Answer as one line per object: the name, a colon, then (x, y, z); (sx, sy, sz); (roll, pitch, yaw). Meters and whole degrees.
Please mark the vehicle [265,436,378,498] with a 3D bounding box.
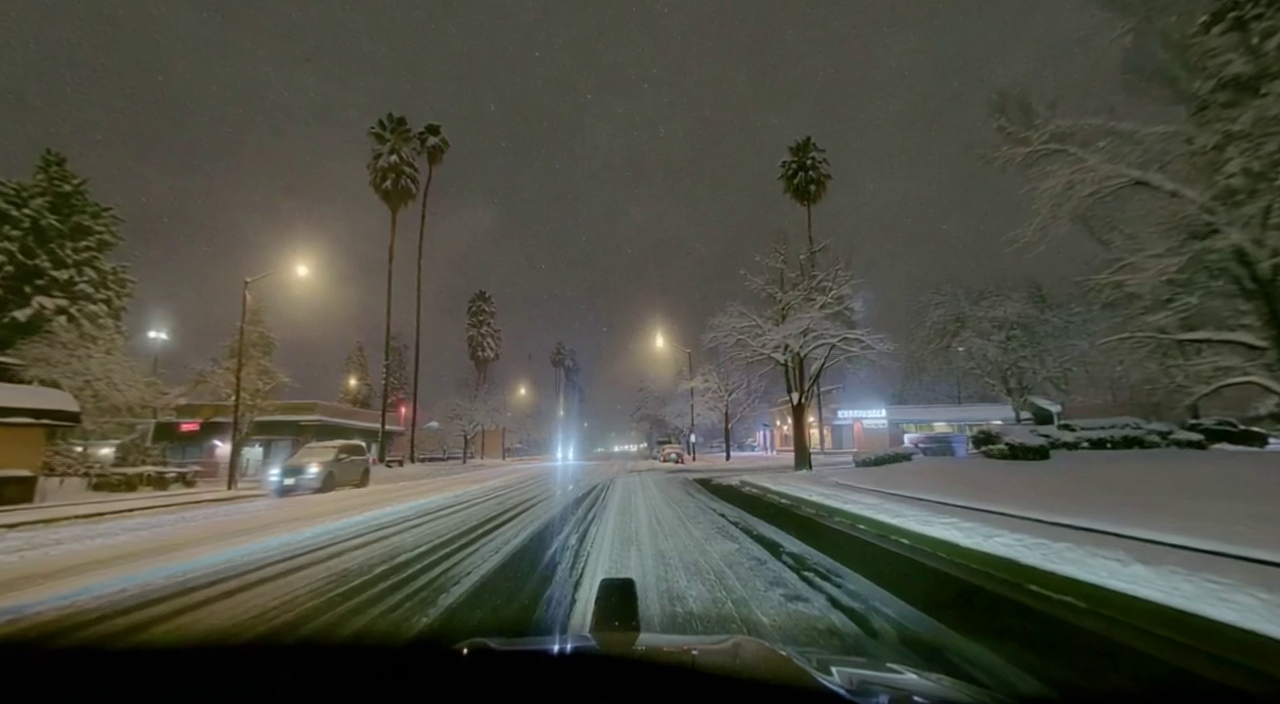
vehicle: (-11.597, 4.190, 23.399); (2.089, 1.979, 4.179); (-3, -9, -1)
